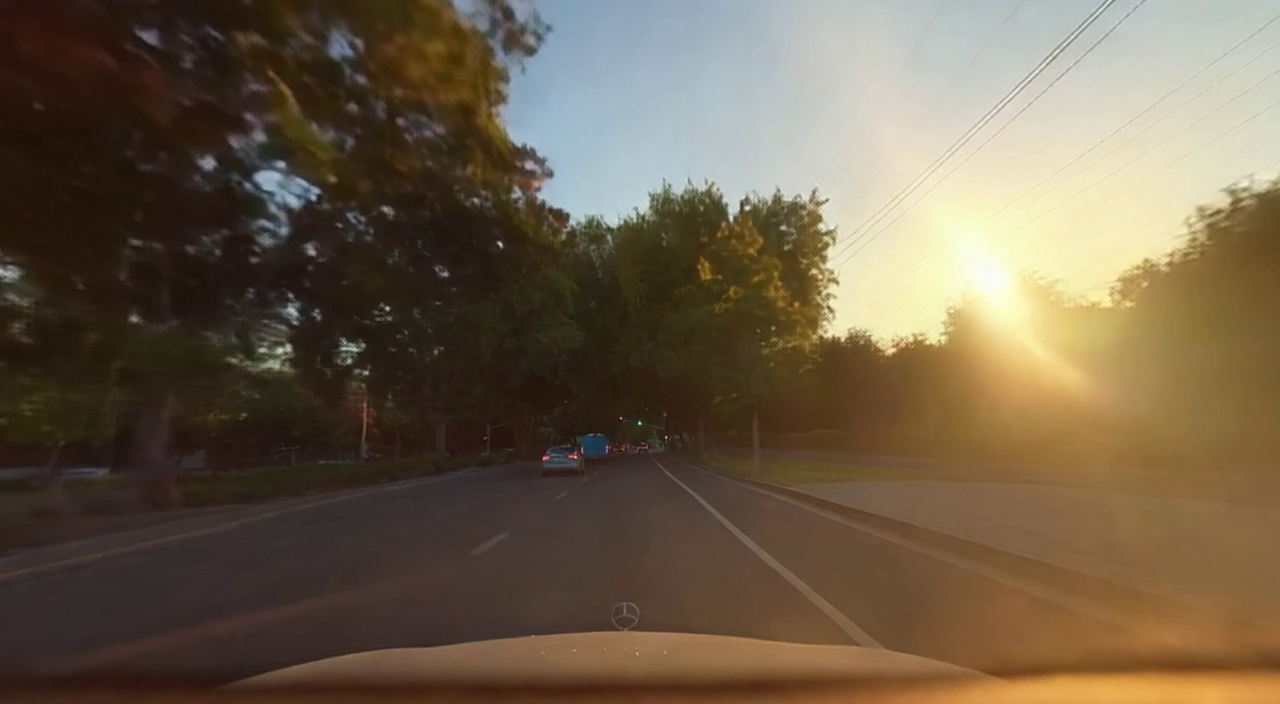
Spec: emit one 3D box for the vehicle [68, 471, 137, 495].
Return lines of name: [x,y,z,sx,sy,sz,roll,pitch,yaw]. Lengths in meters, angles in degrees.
vehicle: [-37.115,9.027,43.698,1.686,1.432,3.673,1,-9,-5]

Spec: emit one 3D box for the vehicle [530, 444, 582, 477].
vehicle: [-3.970,5.210,30.475,2.009,1.473,4.028,0,-9,-1]
